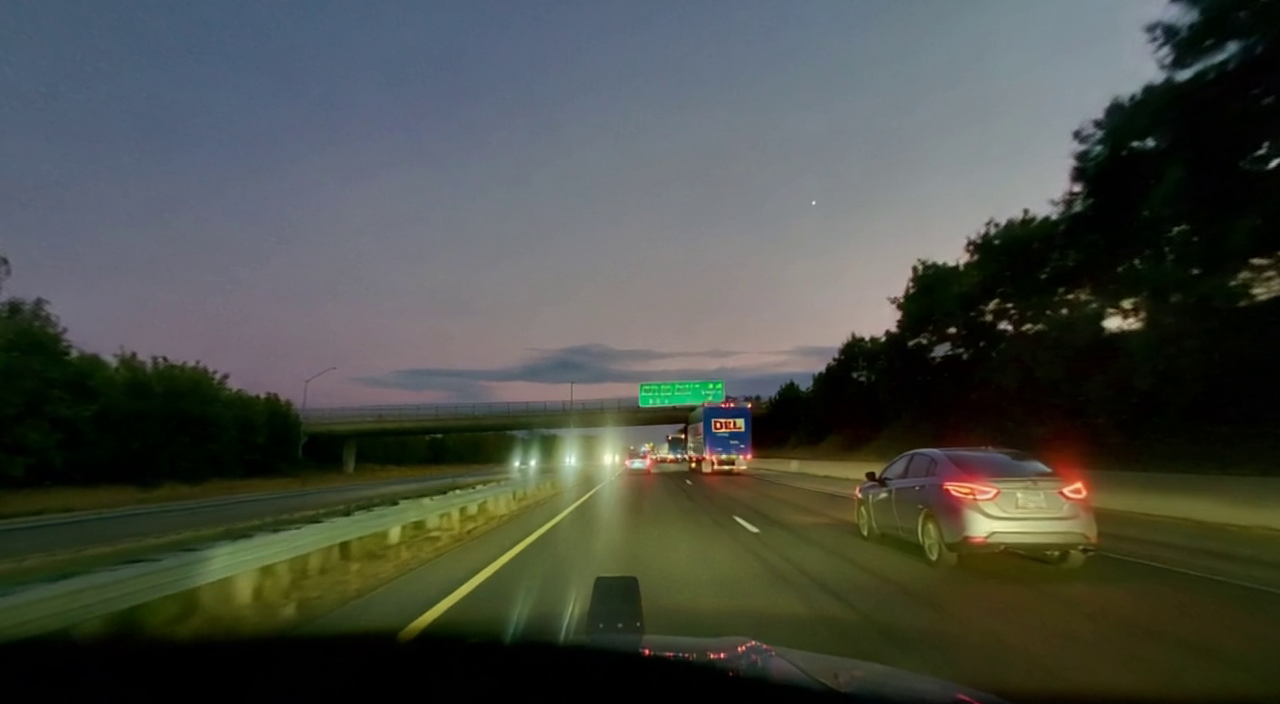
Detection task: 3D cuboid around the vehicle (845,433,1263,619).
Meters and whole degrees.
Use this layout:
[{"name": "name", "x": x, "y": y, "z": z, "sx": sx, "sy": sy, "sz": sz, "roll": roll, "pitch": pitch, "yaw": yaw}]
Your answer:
[{"name": "vehicle", "x": 3.986, "y": 1.709, "z": 7.156, "sx": 1.894, "sy": 1.452, "sz": 4.164, "roll": 0, "pitch": -9, "yaw": 0}]

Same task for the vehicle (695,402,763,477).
[{"name": "vehicle", "x": 5.069, "y": 5.271, "z": 37.693, "sx": 2.838, "sy": 3.985, "sz": 8.010, "roll": 0, "pitch": -9, "yaw": 0}]

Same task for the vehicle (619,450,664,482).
[{"name": "vehicle", "x": 0.064, "y": 5.494, "z": 30.708, "sx": 2.055, "sy": 1.445, "sz": 3.661, "roll": 0, "pitch": -9, "yaw": 0}]

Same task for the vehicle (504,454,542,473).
[{"name": "vehicle", "x": -9.187, "y": 8.751, "z": 49.689, "sx": 1.937, "sy": 1.415, "sz": 4.356, "roll": -1, "pitch": -9, "yaw": 4}]
